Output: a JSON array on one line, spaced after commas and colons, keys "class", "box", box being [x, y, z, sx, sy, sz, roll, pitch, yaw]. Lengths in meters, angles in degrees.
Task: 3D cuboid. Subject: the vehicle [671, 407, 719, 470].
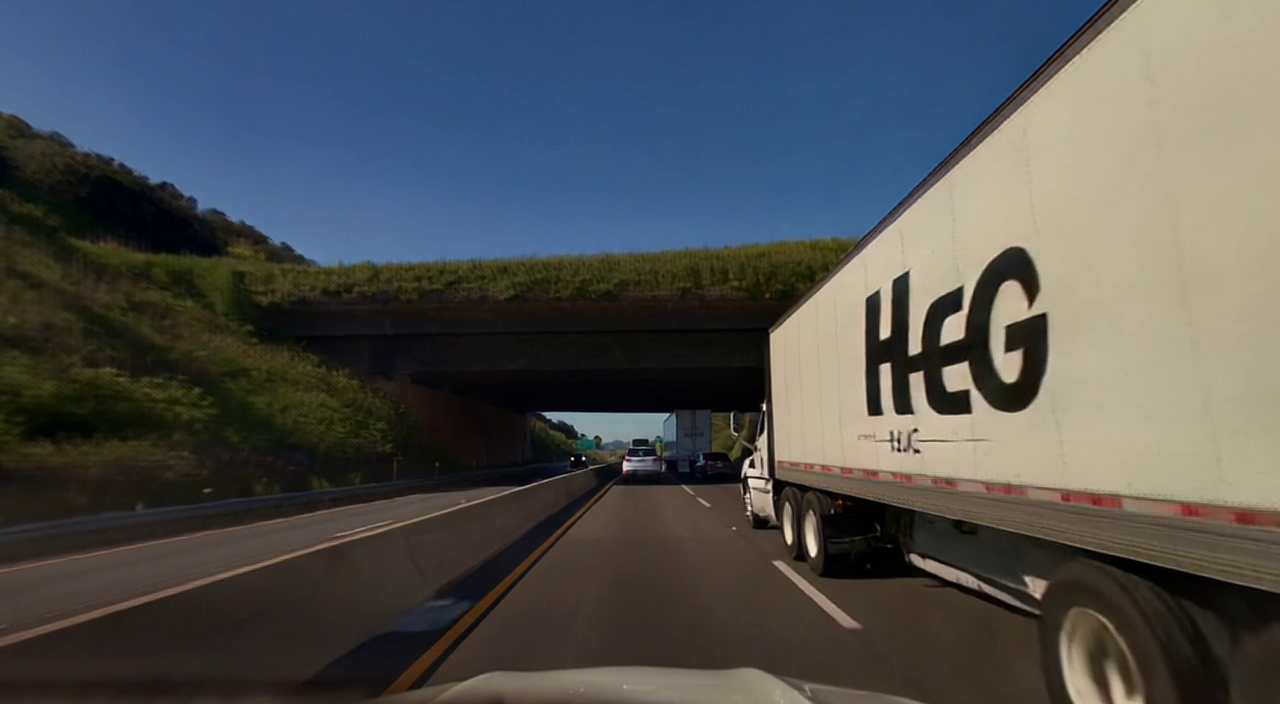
[{"class": "vehicle", "box": [3.675, 6.079, 43.889, 2.948, 3.974, 6.480, -1, -9, 2]}]

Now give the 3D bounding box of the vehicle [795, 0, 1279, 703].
[{"class": "vehicle", "box": [3.009, -0.225, 2.768, 2.987, 3.897, 5.990, -1, -9, 0]}]

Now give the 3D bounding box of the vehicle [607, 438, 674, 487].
[{"class": "vehicle", "box": [0.007, 4.032, 23.224, 2.256, 1.615, 4.114, -1, -9, 0]}]

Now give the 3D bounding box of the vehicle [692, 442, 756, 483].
[{"class": "vehicle", "box": [3.340, 4.480, 25.799, 1.972, 1.505, 3.946, 0, -9, -1]}]
